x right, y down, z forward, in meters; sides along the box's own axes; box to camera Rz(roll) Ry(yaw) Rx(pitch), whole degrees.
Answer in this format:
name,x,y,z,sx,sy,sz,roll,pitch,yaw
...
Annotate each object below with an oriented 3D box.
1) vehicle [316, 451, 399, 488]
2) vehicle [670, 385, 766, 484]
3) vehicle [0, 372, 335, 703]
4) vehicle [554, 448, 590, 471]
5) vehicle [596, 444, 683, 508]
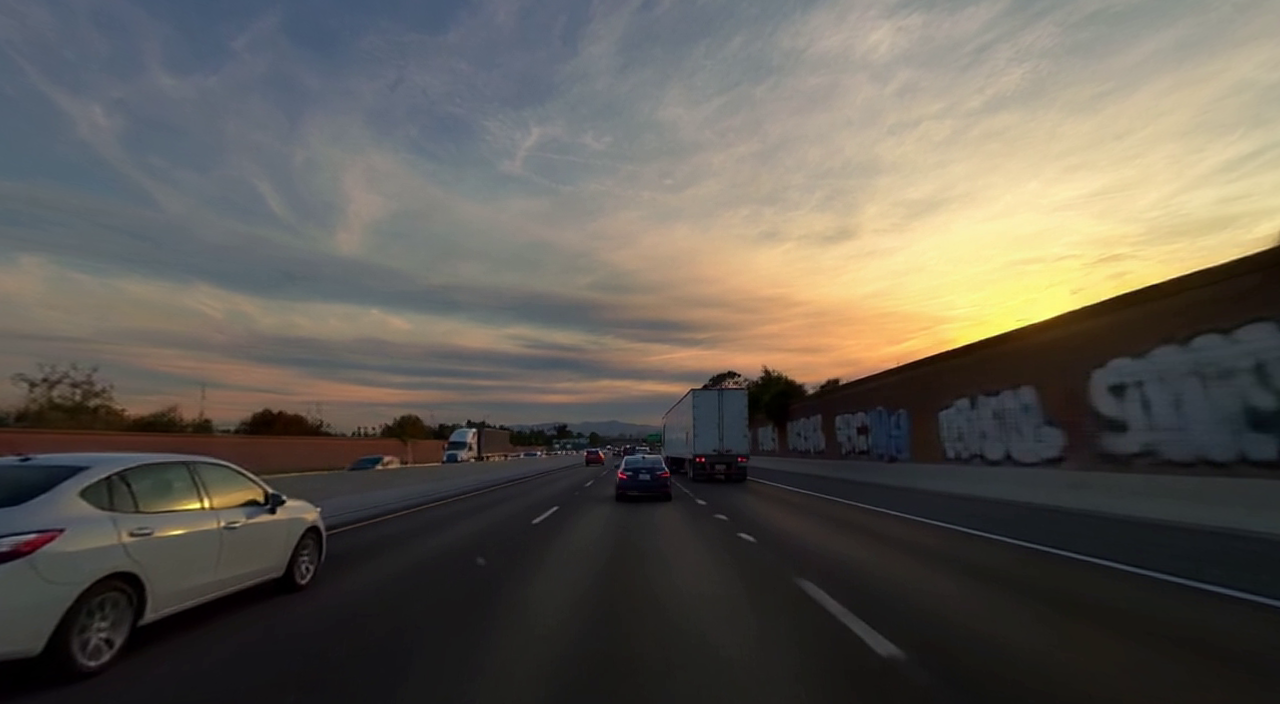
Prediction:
name,x,y,z,sx,sy,sz,roll,pitch,yaw
vehicle,-12.242,5.090,27.496,1.840,1.447,3.868,0,-9,-1
vehicle,3.516,4.435,32.950,2.902,4.014,14.446,0,-9,-1
vehicle,-4.365,1.187,4.544,1.988,1.750,4.711,0,-9,-1
vehicle,-4.795,7.639,44.822,2.067,1.481,4.085,-1,-9,0
vehicle,-0.062,3.202,16.720,2.033,1.468,4.015,0,-9,-1
